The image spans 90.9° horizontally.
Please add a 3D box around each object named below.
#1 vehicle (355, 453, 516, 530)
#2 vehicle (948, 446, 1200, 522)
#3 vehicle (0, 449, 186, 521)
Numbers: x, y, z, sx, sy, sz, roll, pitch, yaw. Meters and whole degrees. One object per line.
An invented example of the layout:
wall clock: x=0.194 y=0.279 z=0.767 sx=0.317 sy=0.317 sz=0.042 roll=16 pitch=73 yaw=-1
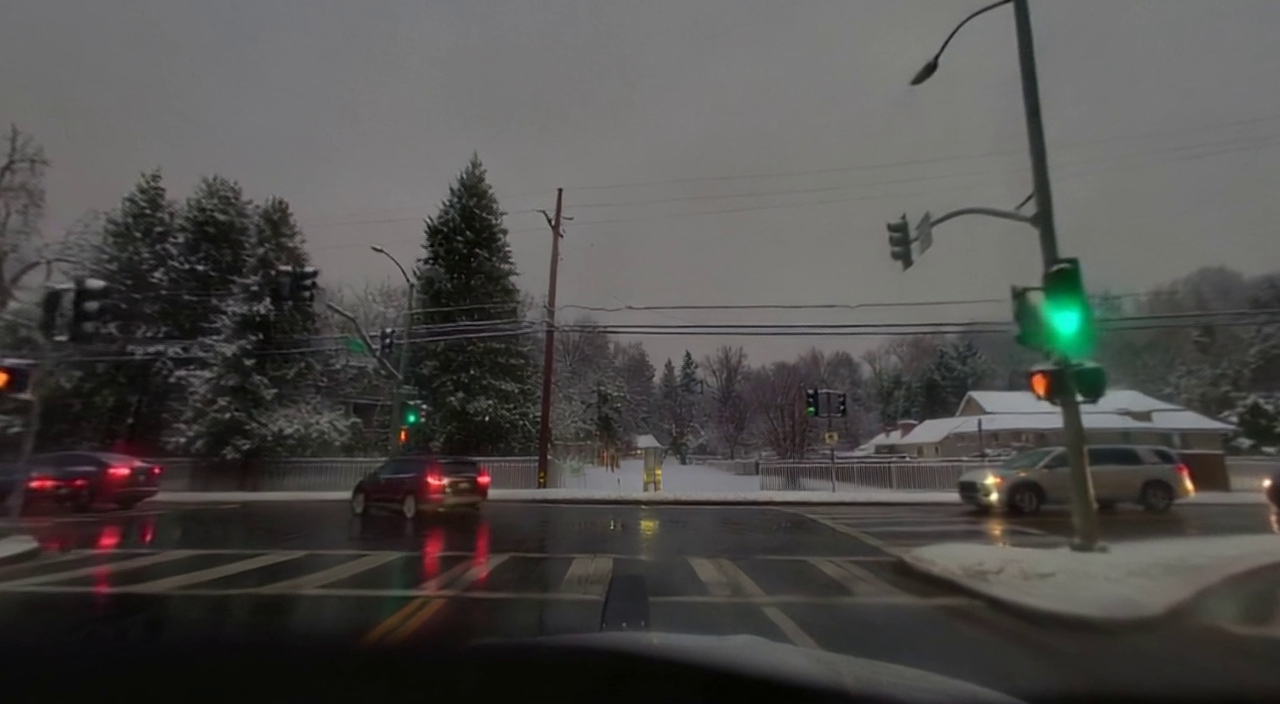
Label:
vehicle: x=-5.097 y=3.248 z=15.369 sx=2.078 sy=1.506 sz=4.512 roll=7 pitch=-11 yaw=-40
vehicle: x=10.525 y=3.210 z=15.676 sx=4.600 sy=1.722 sz=2.074 roll=-1 pitch=-8 yaw=6
vehicle: x=-14.414 y=3.280 z=15.959 sx=4.485 sy=1.625 sz=1.980 roll=-1 pitch=-8 yaw=8
